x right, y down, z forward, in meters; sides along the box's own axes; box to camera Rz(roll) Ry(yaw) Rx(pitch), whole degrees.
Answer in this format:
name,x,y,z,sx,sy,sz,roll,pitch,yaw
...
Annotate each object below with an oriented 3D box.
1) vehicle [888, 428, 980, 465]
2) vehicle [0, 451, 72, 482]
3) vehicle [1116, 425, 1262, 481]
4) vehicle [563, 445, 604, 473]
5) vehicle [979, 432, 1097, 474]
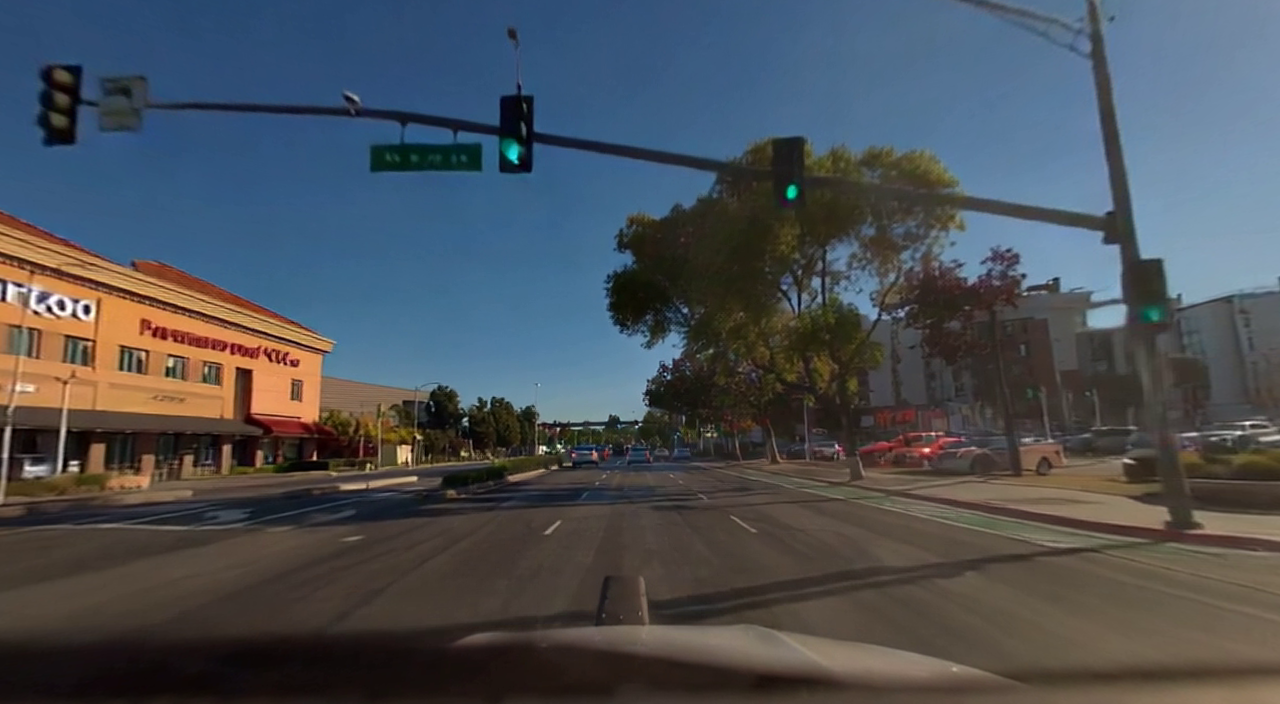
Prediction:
name,x,y,z,sx,sy,sz,roll,pitch,yaw
vehicle,16.568,5.311,35.581,5.004,1.893,2.228,5,-10,-32
vehicle,-33.555,6.064,33.603,4.544,1.515,2.218,-1,-8,3
vehicle,17.123,3.122,19.654,4.759,1.476,1.911,3,-12,-32
vehicle,-3.351,6.445,38.402,2.035,1.564,4.702,0,-8,0
vehicle,16.319,4.095,25.870,4.673,1.555,2.010,5,-10,-30
